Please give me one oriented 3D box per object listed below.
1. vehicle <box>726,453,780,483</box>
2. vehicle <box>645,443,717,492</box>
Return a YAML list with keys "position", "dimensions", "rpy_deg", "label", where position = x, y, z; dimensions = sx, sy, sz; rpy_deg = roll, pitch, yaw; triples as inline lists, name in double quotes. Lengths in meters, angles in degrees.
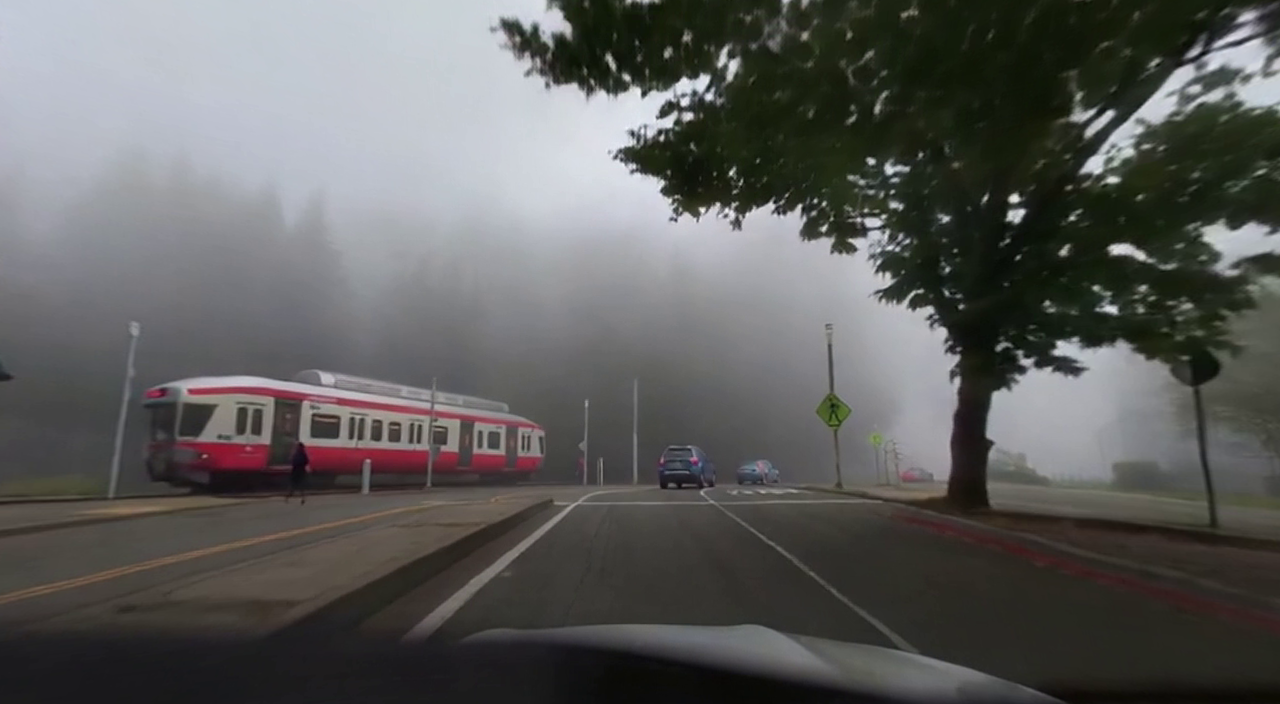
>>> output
- position: [7.213, 7.296, 40.079]
  dimensions: [2.010, 1.725, 4.320]
  rpy_deg: [-5, -10, 29]
  label: "vehicle"
- position: [1.749, 4.575, 25.524]
  dimensions: [2.263, 1.765, 4.237]
  rpy_deg: [-2, -9, 12]
  label: "vehicle"
